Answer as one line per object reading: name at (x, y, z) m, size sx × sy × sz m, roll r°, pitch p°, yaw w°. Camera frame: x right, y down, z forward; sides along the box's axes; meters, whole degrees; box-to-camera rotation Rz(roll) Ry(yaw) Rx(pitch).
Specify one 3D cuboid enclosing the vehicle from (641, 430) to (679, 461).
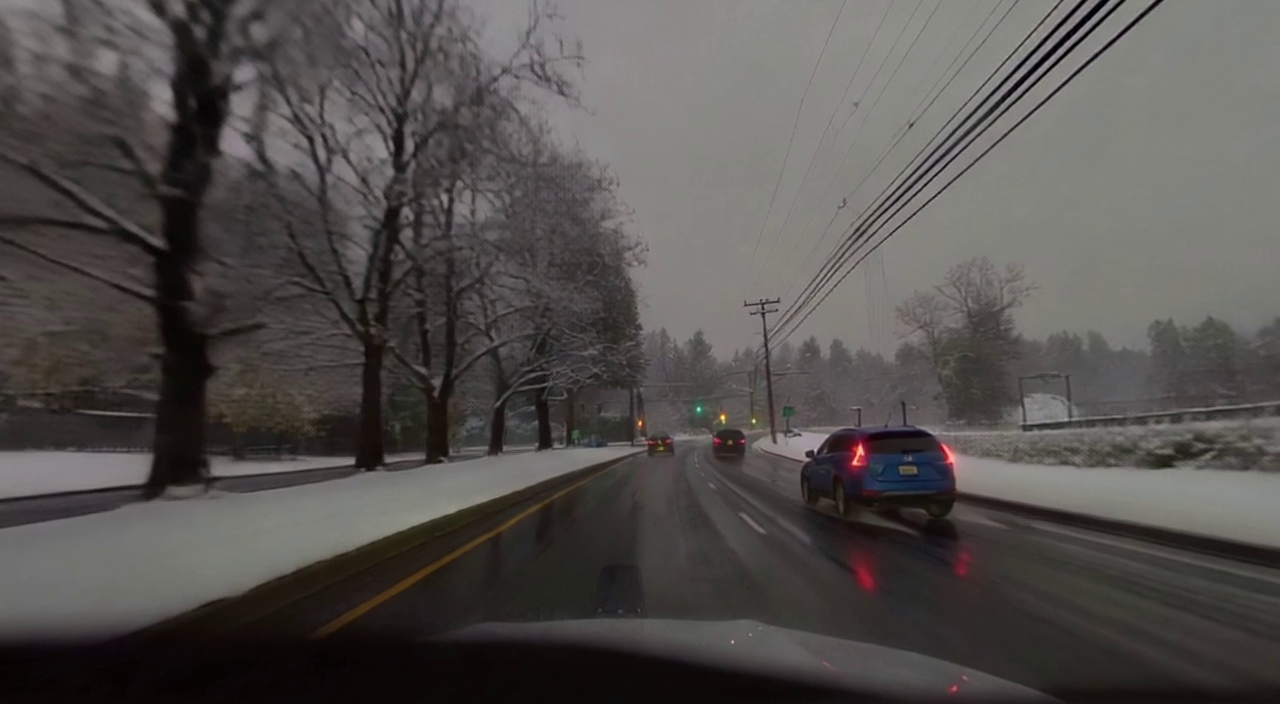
vehicle at (1.227, 5.624, 38.104) m, size 2.163 × 1.746 × 4.073 m, roll -1°, pitch -8°, yaw 3°

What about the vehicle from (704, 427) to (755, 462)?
vehicle at (5.082, 5.325, 36.532) m, size 2.254 × 1.840 × 4.918 m, roll -1°, pitch -8°, yaw 1°

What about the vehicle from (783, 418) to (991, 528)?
vehicle at (3.939, 1.999, 11.022) m, size 1.881 × 1.512 × 4.294 m, roll -1°, pitch -8°, yaw 0°
